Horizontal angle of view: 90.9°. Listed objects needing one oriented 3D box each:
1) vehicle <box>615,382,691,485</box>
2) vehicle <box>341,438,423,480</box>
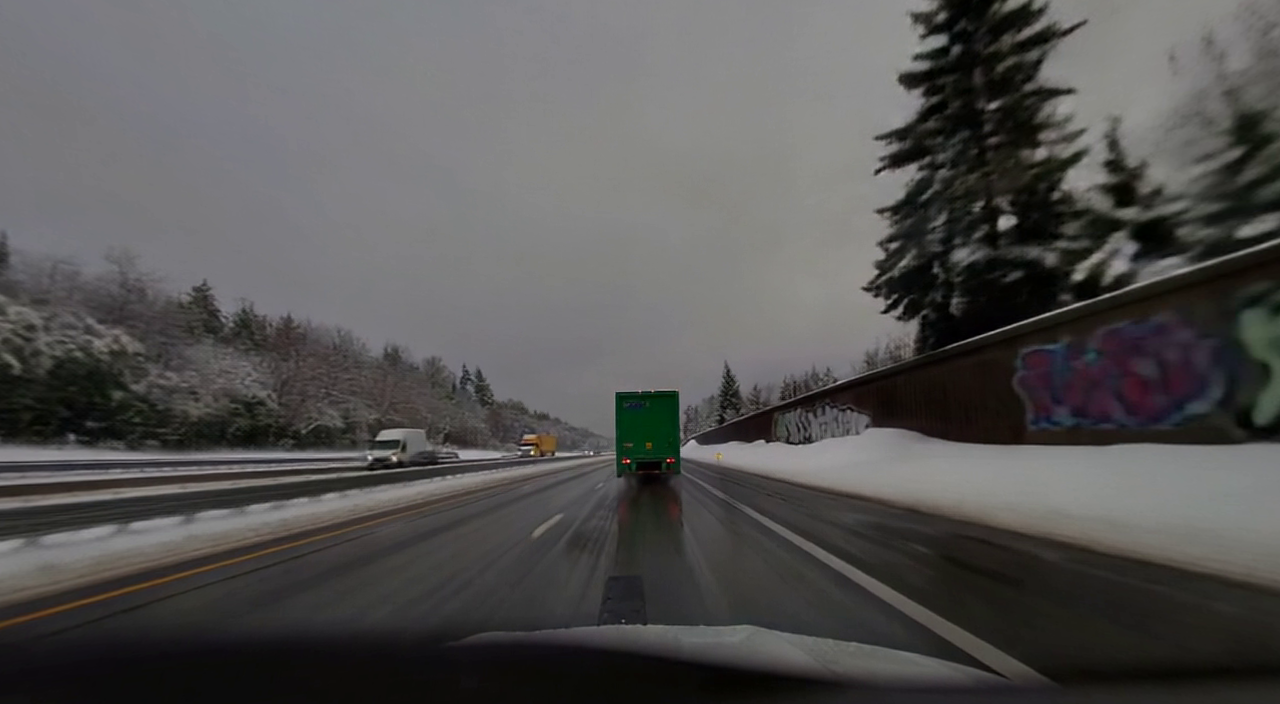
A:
[{"bbox_3d":[0.389,3.942,29.462,2.900,3.955,10.151,0,-9,-1],"label":"vehicle"},{"bbox_3d":[-16.512,6.867,40.816,2.427,2.440,6.745,0,-9,0],"label":"vehicle"}]
